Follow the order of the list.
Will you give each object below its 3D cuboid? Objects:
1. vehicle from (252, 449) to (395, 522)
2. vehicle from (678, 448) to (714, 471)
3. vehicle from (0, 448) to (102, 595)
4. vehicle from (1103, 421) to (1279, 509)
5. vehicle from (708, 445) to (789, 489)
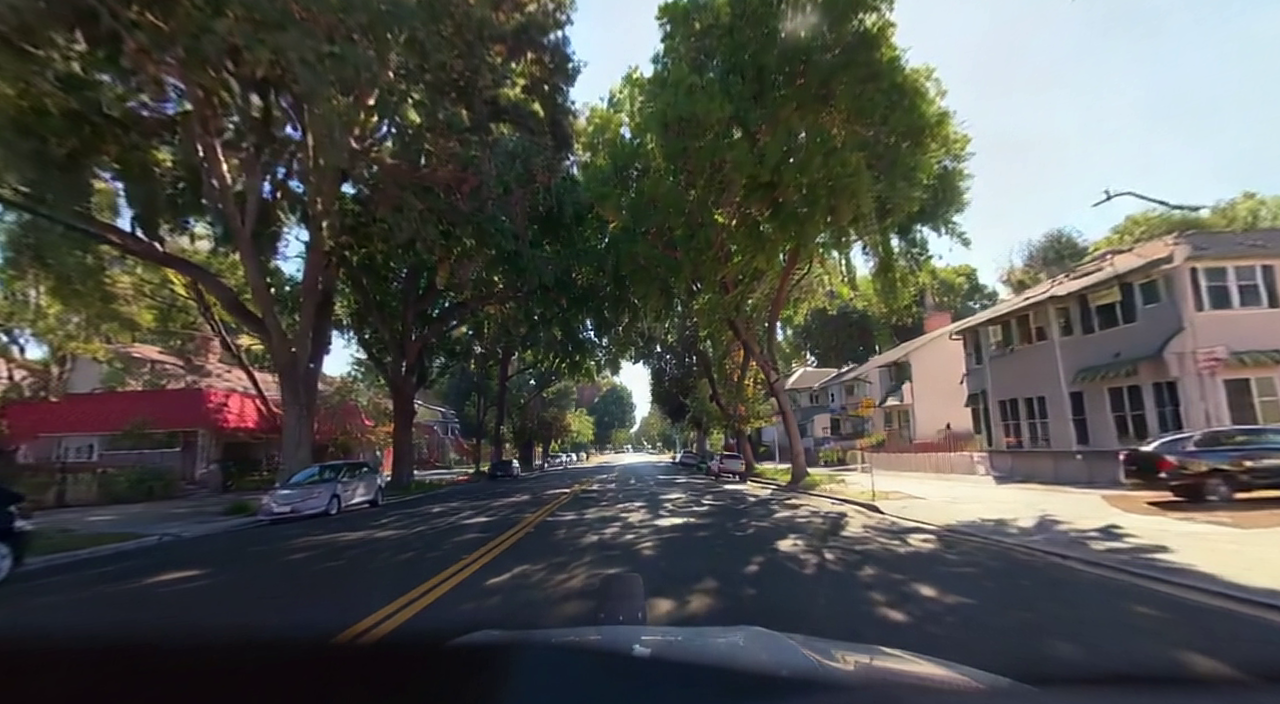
[{"bbox_3d":[-8.803,3.686,18.076,1.970,1.785,4.274,0,-8,-2],"label":"vehicle"},{"bbox_3d":[3.853,7.467,44.132,2.031,1.470,4.470,0,-8,-1],"label":"vehicle"},{"bbox_3d":[-8.570,1.893,6.645,1.913,1.723,4.318,0,-8,1],"label":"vehicle"},{"bbox_3d":[11.870,2.074,11.850,4.716,1.480,2.023,0,-8,1],"label":"vehicle"},{"bbox_3d":[4.184,4.508,25.181,2.052,1.476,4.438,-2,-9,-5],"label":"vehicle"}]
